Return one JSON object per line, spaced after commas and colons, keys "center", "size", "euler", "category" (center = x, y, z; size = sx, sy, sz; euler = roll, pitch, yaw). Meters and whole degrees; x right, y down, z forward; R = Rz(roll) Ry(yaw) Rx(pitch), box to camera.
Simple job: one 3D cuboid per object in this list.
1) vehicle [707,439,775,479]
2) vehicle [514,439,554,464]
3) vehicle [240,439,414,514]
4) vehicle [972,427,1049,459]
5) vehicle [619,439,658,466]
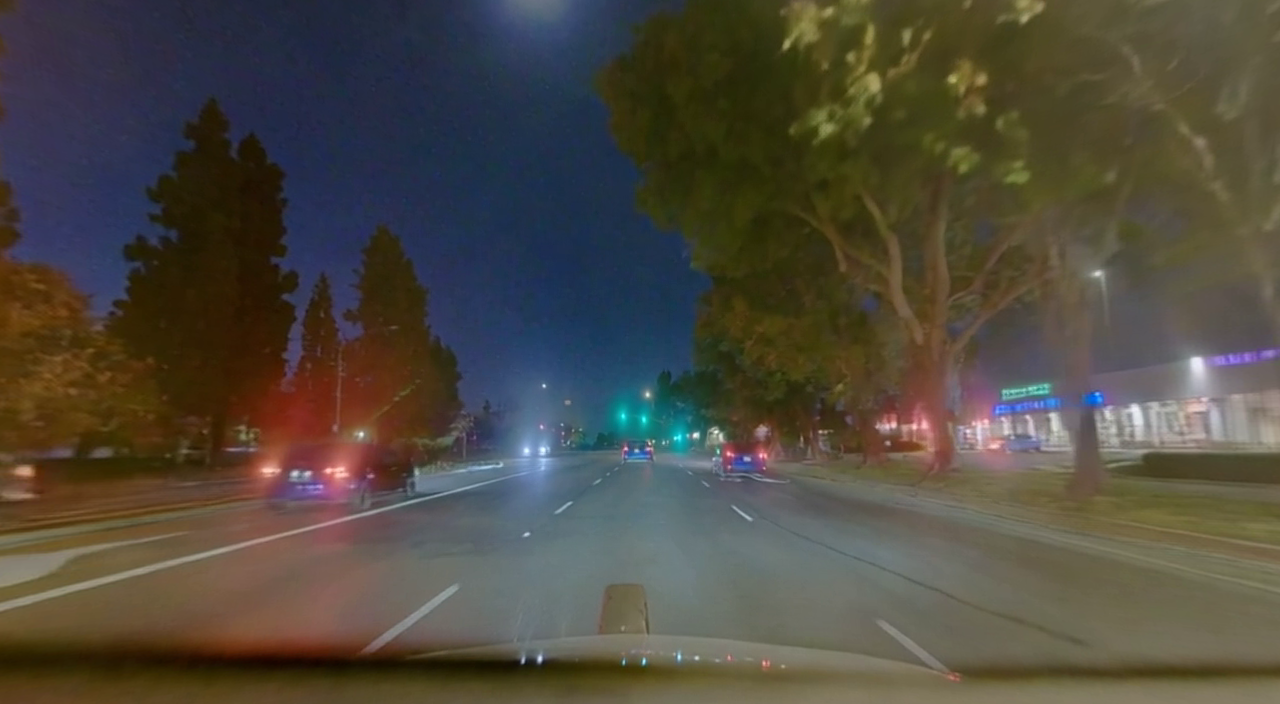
{"center": [4.017, 4.321, 25.761], "size": [1.977, 1.474, 4.399], "euler": [0, -8, -1], "category": "vehicle"}
{"center": [-7.397, 6.853, 43.516], "size": [2.127, 1.562, 4.402], "euler": [2, -9, -17], "category": "vehicle"}
{"center": [-6.888, 2.748, 14.428], "size": [1.993, 1.444, 3.965], "euler": [0, -8, -1], "category": "vehicle"}
{"center": [26.052, 6.454, 44.589], "size": [2.244, 2.120, 5.471], "euler": [-1, -8, 1], "category": "vehicle"}
{"center": [-0.036, 6.061, 38.193], "size": [2.001, 1.504, 4.212], "euler": [-1, -8, 5], "category": "vehicle"}
